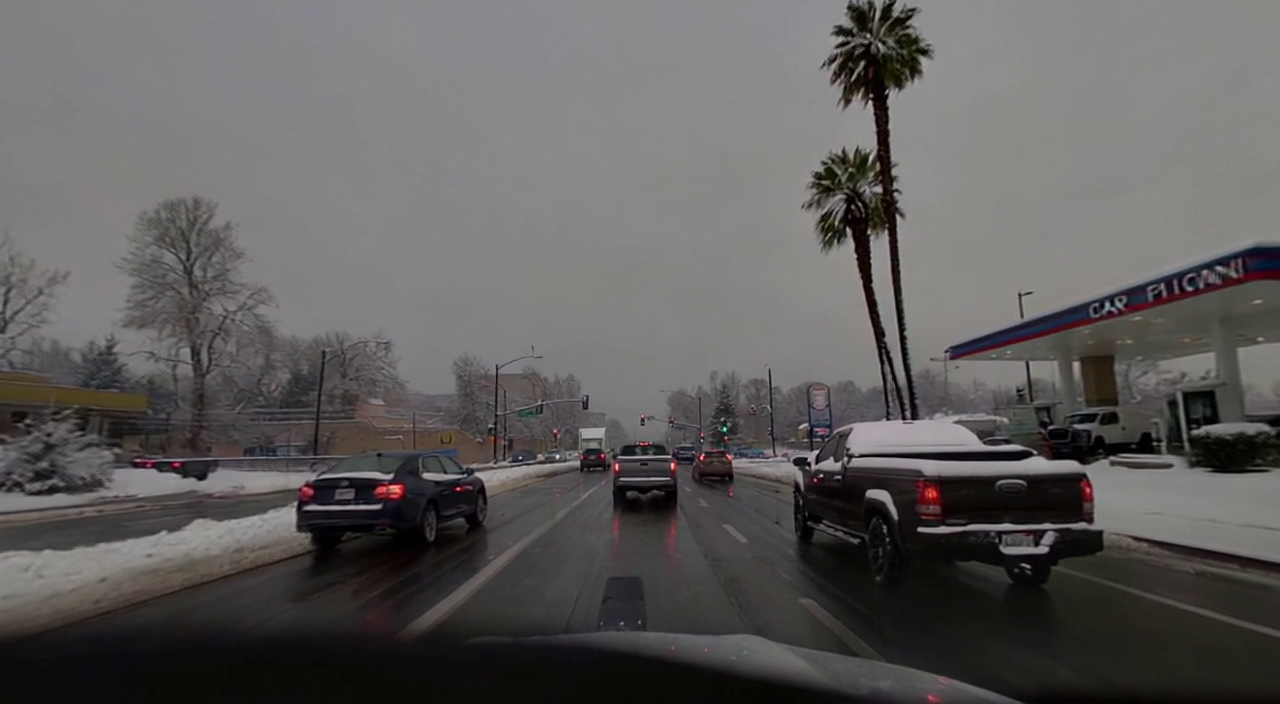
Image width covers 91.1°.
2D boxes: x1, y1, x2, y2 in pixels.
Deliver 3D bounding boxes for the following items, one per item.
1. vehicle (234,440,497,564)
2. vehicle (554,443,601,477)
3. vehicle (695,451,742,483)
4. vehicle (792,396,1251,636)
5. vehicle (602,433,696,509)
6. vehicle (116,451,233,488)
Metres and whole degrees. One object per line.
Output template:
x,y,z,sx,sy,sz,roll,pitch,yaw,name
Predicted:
-3.927,2.203,10.140,1.983,1.502,4.720,0,-8,2,vehicle
-3.491,6.144,35.955,2.071,1.811,4.605,0,-8,2,vehicle
3.833,5.668,31.191,1.901,1.401,3.965,0,-8,1,vehicle
3.601,1.664,7.654,2.120,1.828,5.531,0,-8,0,vehicle
0.255,3.298,18.050,2.295,1.835,5.471,0,-8,1,vehicle
-29.239,7.356,39.832,2.543,2.092,6.613,0,-8,-2,vehicle
